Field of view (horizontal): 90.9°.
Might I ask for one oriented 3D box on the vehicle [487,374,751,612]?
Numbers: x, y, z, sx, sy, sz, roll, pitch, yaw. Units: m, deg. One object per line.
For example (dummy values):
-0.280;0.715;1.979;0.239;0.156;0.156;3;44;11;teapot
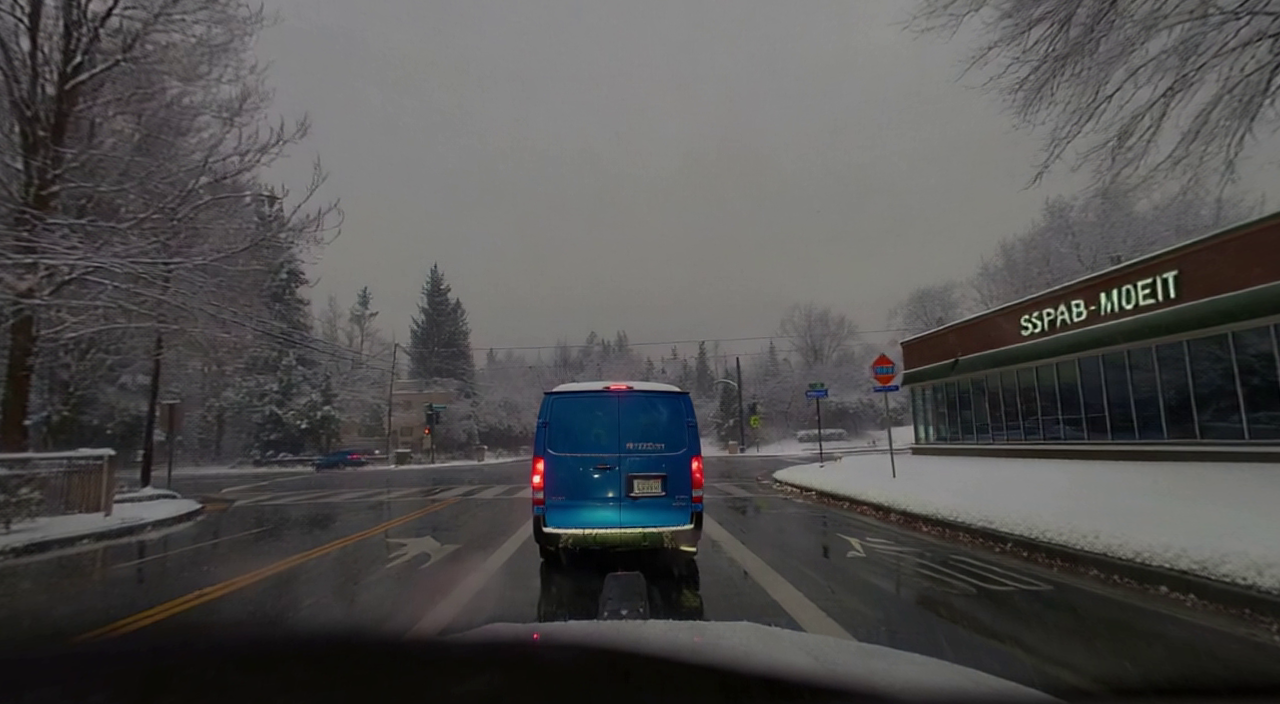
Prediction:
-0.295;1.465;7.293;2.181;1.949;3.932;1;-9;-4;vehicle
